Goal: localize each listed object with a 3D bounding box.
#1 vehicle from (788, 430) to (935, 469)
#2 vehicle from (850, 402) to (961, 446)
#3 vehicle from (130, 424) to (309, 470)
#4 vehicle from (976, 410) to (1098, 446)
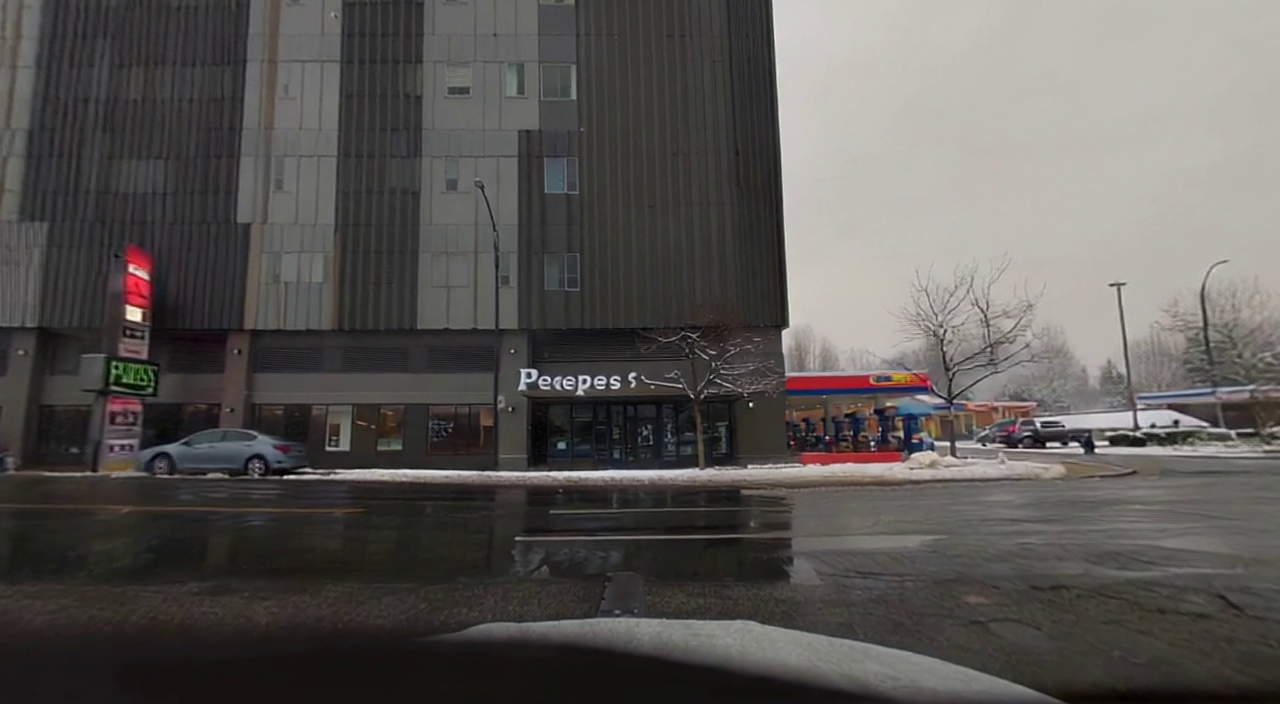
[{"bbox_3d":[8.160,3.640,23.506,4.782,1.371,1.763,1,-9,-6],"label":"vehicle"},{"bbox_3d":[15.627,4.254,37.385,5.524,2.504,2.196,0,-7,-4],"label":"vehicle"},{"bbox_3d":[-14.364,3.284,21.787,4.857,1.497,1.811,0,-9,0],"label":"vehicle"},{"bbox_3d":[27.687,5.295,44.248,7.026,2.329,2.545,1,-6,-5],"label":"vehicle"}]
